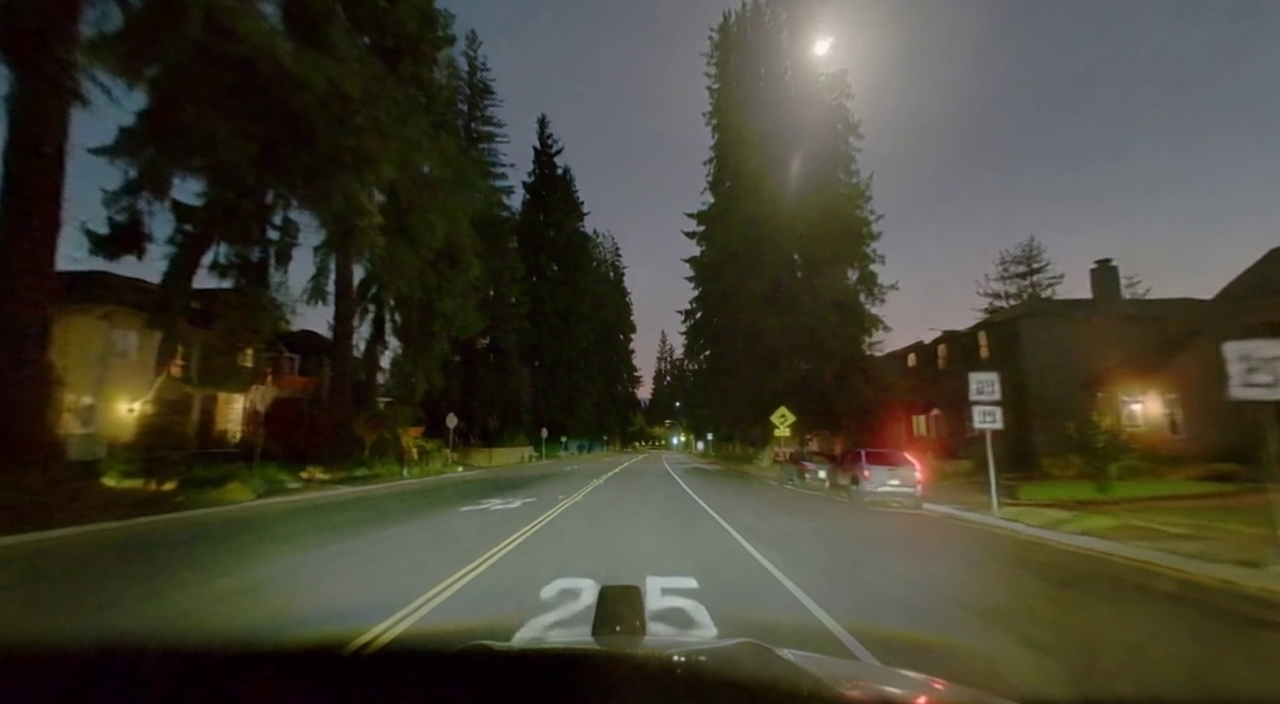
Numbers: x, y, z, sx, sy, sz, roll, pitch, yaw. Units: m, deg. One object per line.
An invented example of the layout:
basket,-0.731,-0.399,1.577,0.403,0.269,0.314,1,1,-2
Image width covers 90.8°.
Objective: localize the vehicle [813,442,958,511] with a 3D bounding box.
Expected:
vehicle,6.168,3.157,16.564,1.893,1.543,4.434,0,-9,-2
